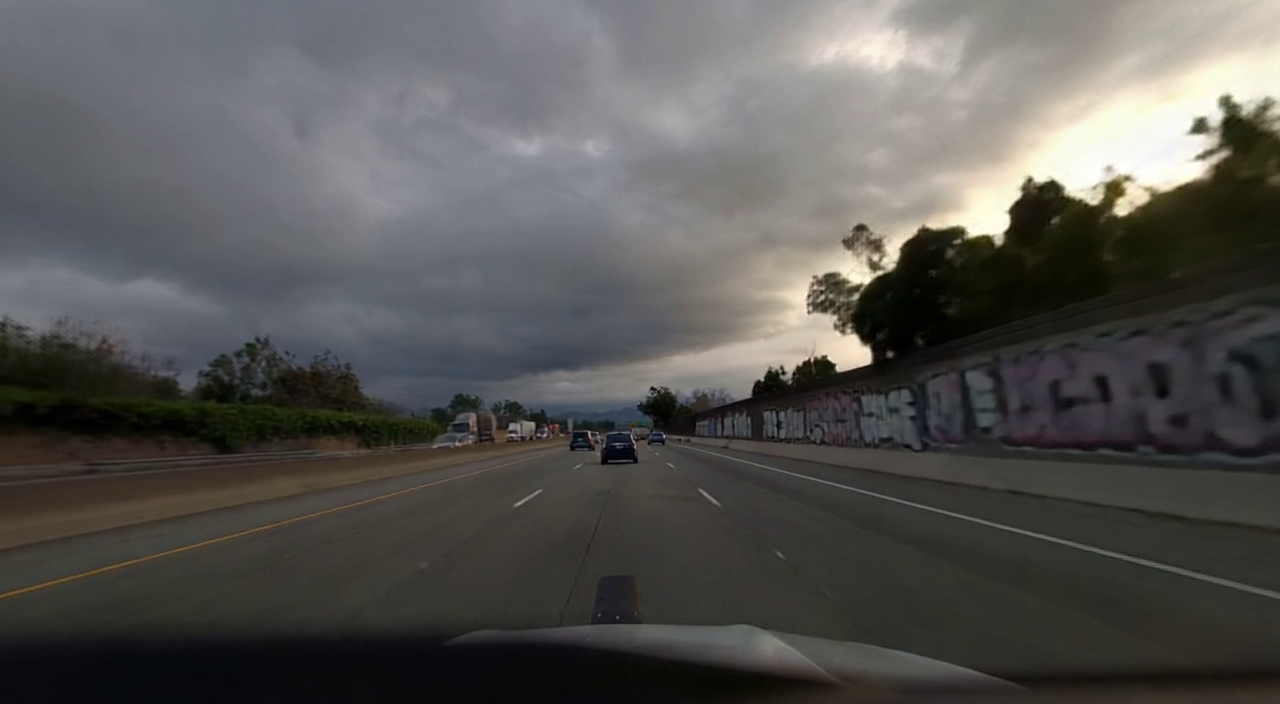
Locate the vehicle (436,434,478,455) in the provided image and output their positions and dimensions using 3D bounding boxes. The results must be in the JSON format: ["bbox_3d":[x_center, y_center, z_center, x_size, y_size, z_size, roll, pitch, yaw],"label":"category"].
[{"bbox_3d":[-13.098,6.638,45.336,1.845,1.450,4.126,0,-8,-1],"label":"vehicle"}]

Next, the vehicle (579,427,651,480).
[{"bbox_3d":[-0.739,3.137,19.784,2.044,1.477,3.693,0,-8,-1],"label":"vehicle"}]

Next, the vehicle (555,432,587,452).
[{"bbox_3d":[-5.188,6.831,47.969,2.022,1.440,4.491,0,-8,-1],"label":"vehicle"}]
